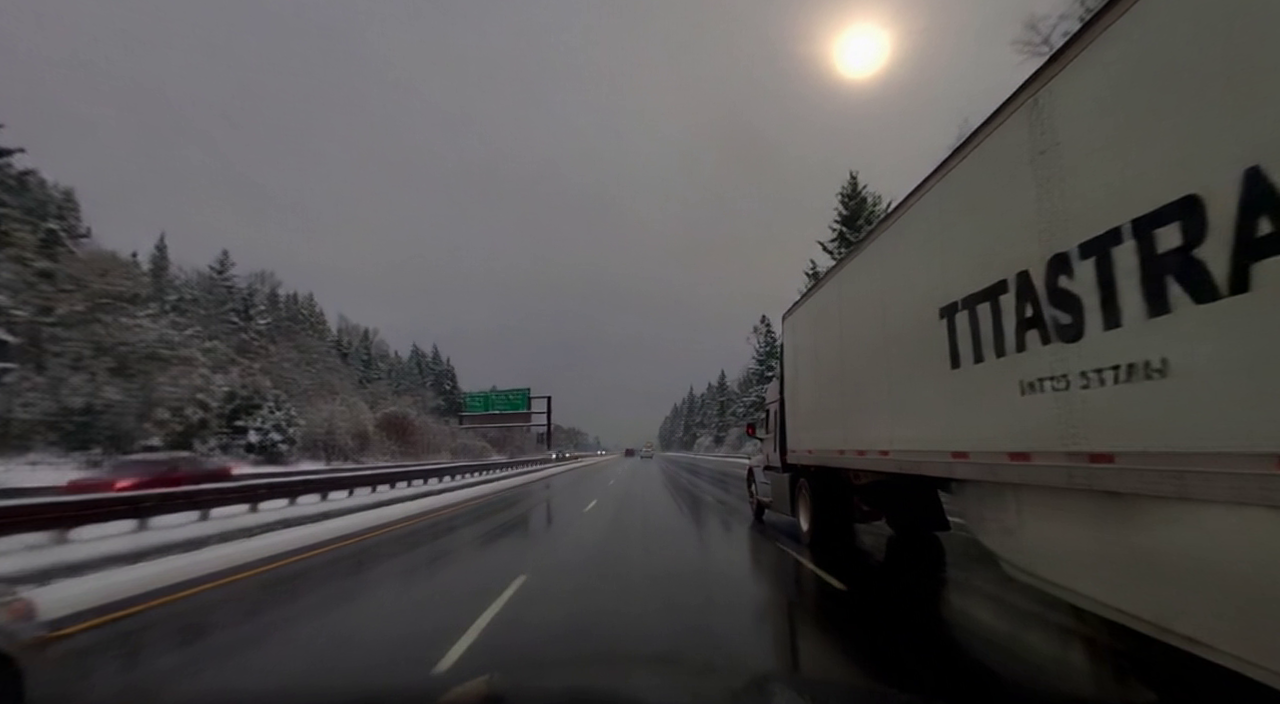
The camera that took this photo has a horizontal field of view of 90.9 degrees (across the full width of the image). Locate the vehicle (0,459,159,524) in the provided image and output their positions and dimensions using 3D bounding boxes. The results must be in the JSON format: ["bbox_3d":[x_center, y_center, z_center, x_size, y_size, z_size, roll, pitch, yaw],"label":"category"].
[{"bbox_3d":[-15.148,3.594,16.688,1.889,1.458,3.634,0,-9,0],"label":"vehicle"}]

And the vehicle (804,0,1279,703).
[{"bbox_3d":[4.020,-0.307,2.367,2.947,4.020,14.220,0,-9,0],"label":"vehicle"}]
